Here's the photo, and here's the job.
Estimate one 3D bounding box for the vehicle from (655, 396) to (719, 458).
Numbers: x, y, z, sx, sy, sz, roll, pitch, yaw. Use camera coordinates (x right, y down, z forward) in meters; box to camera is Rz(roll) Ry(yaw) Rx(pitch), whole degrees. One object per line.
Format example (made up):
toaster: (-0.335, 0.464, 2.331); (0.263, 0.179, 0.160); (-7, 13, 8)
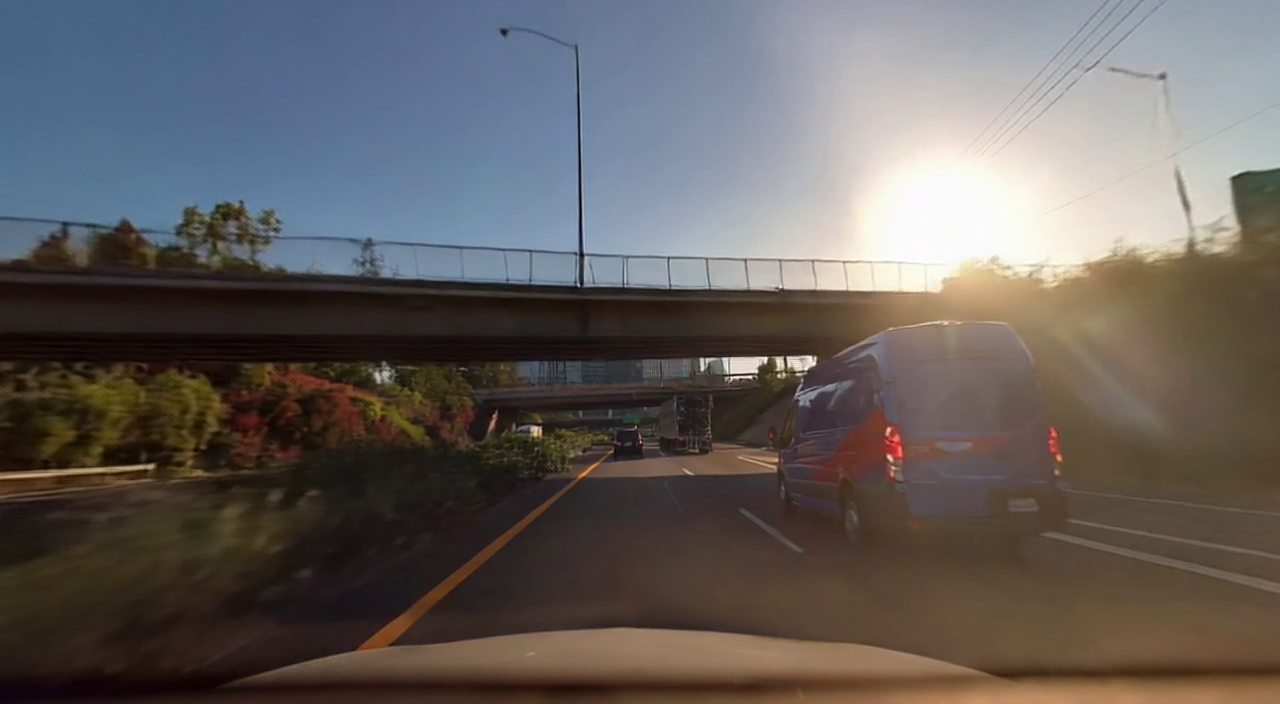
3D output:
vehicle: (3.019, 5.555, 45.875); (3.096, 3.759, 15.119); (0, -8, -2)

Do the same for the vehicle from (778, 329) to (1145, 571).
vehicle: (3.946, 1.363, 9.317); (2.387, 2.506, 5.374); (0, -8, -2)

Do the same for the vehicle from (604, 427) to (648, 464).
vehicle: (-0.718, 4.647, 31.479); (2.073, 1.750, 4.116); (0, -8, -2)
